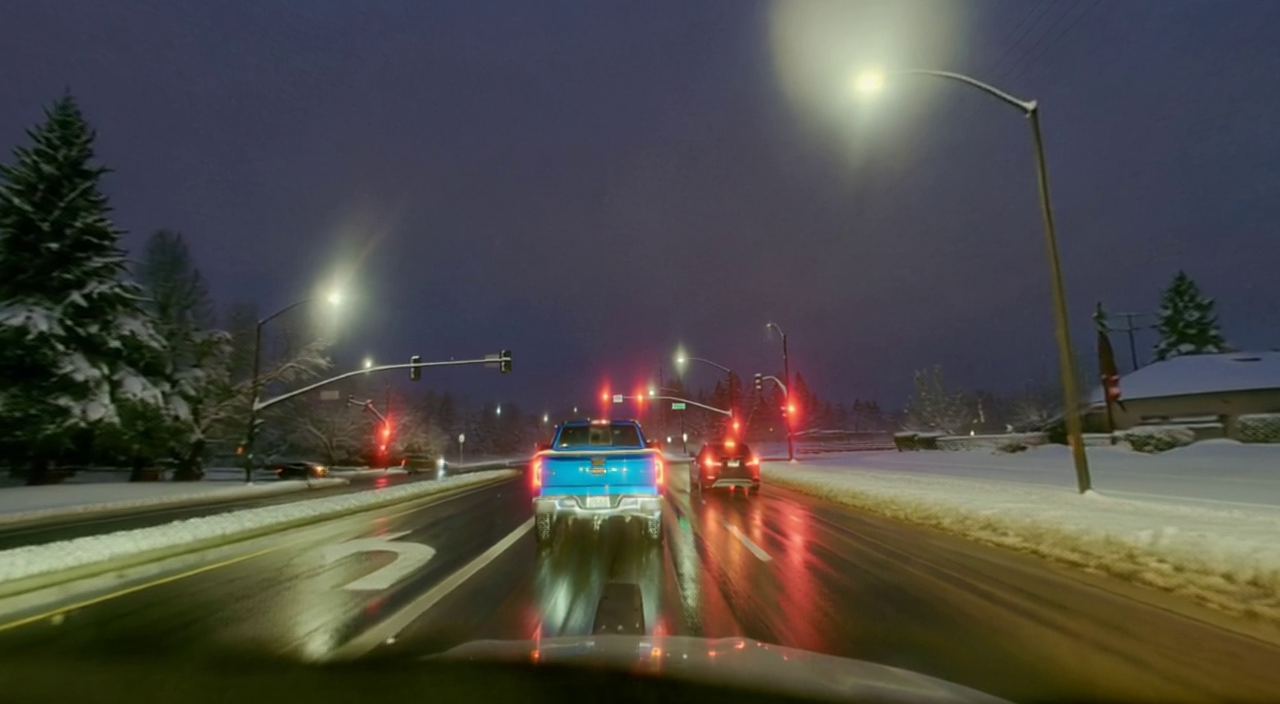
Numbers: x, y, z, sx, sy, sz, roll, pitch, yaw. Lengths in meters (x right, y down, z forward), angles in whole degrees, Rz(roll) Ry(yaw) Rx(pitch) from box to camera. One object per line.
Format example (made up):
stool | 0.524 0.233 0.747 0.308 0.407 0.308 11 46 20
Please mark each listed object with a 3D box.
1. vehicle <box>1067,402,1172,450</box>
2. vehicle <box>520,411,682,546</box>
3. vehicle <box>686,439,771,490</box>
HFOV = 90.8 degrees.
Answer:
vehicle | 30.346 4.791 40.186 2.892 2.881 4.178 2 -9 -16
vehicle | -0.540 2.032 10.815 2.145 1.762 4.731 0 -9 -1
vehicle | 2.771 3.659 20.942 2.073 1.484 4.437 0 -9 -1
